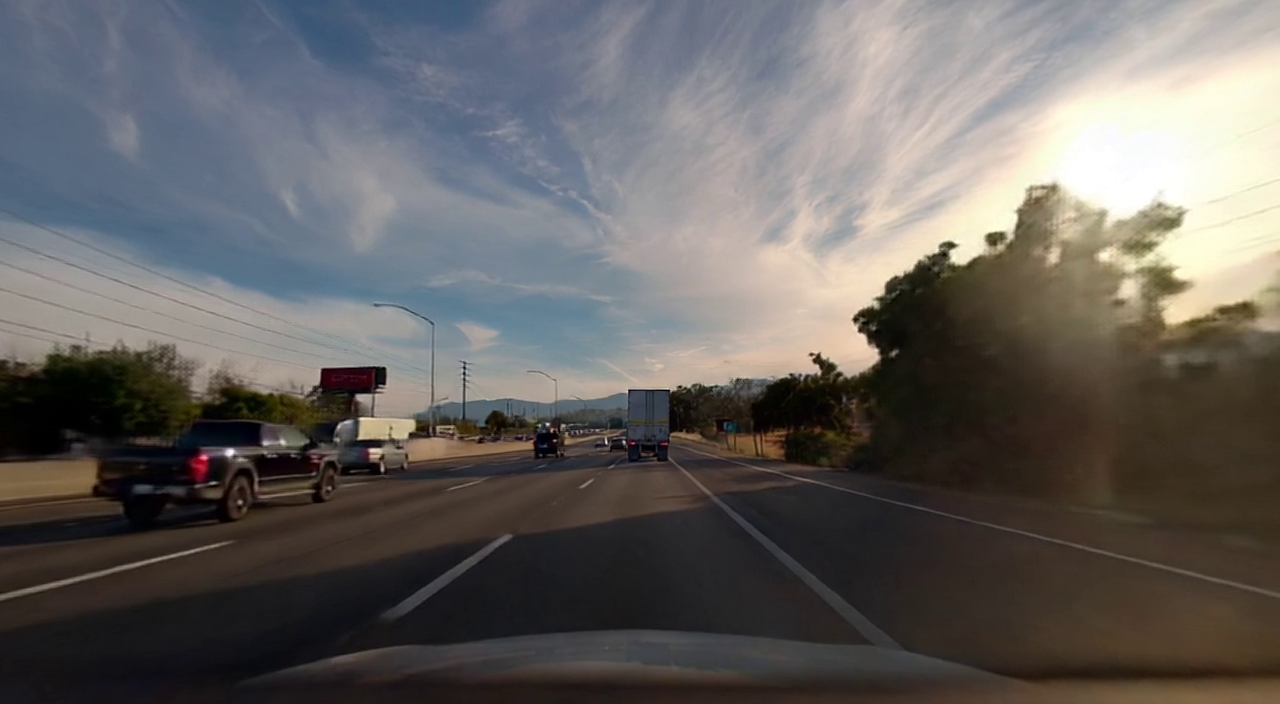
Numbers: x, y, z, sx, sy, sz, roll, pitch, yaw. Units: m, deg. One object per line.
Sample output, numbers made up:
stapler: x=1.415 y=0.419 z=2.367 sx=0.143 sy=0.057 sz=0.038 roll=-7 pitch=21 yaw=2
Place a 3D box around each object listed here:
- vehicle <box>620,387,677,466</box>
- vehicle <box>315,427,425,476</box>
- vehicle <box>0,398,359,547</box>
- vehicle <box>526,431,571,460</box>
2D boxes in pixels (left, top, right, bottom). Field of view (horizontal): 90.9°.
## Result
vehicle: x=0.649 y=4.607 z=37.979 sx=2.879 sy=4.027 sz=11.243 roll=0 pitch=-8 yaw=2
vehicle: x=-10.776 y=4.025 z=25.719 sx=2.010 sy=1.766 sz=5.365 roll=0 pitch=-8 yaw=1
vehicle: x=-7.059 y=1.889 z=10.601 sx=2.197 sy=1.847 sz=5.364 roll=0 pitch=-8 yaw=0
vehicle: x=-6.466 y=6.685 z=45.301 sx=2.263 sy=1.936 sz=5.802 roll=0 pitch=-8 yaw=1
